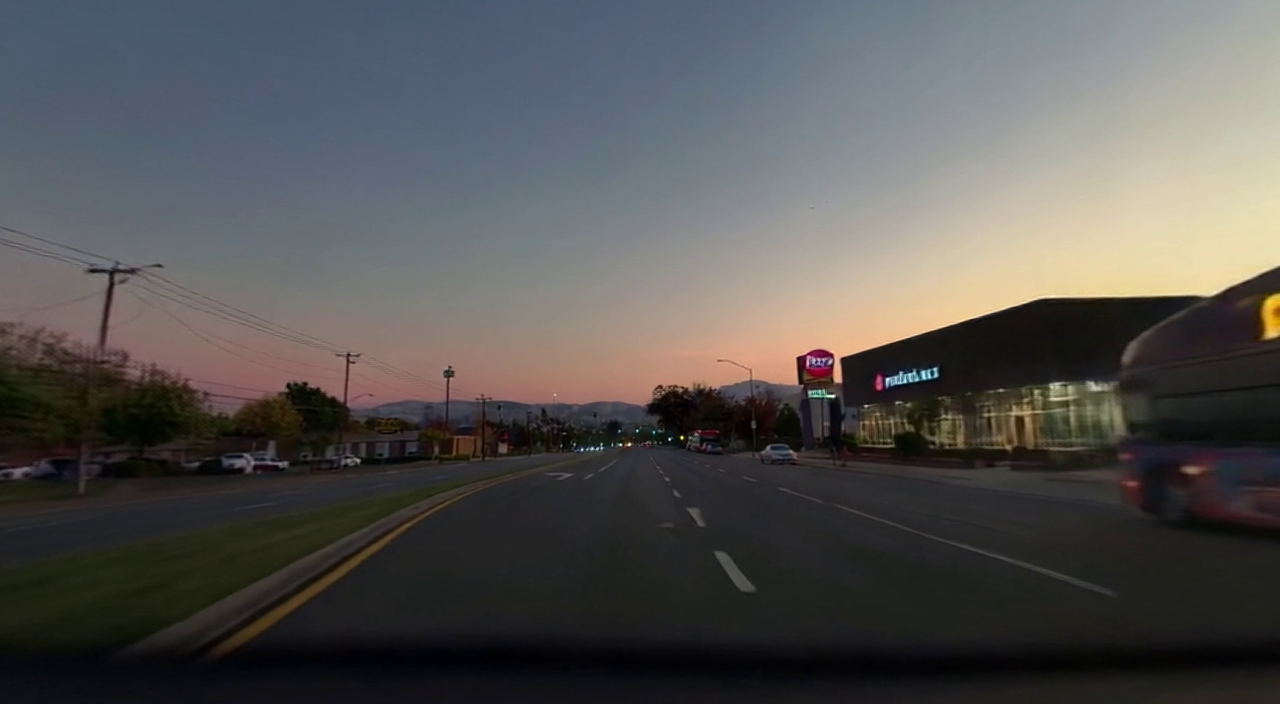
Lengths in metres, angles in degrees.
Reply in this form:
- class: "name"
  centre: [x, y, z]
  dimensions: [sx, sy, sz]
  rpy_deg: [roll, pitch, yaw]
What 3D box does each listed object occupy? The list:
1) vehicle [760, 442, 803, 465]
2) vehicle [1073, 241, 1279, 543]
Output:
- class: "vehicle"
  centre: [10.069, 7.257, 45.309]
  dimensions: [1.886, 1.556, 4.513]
  rpy_deg: [0, -8, -2]
- class: "vehicle"
  centre: [9.830, 0.428, 7.588]
  dimensions: [3.017, 3.888, 8.508]
  rpy_deg: [0, -8, -1]
